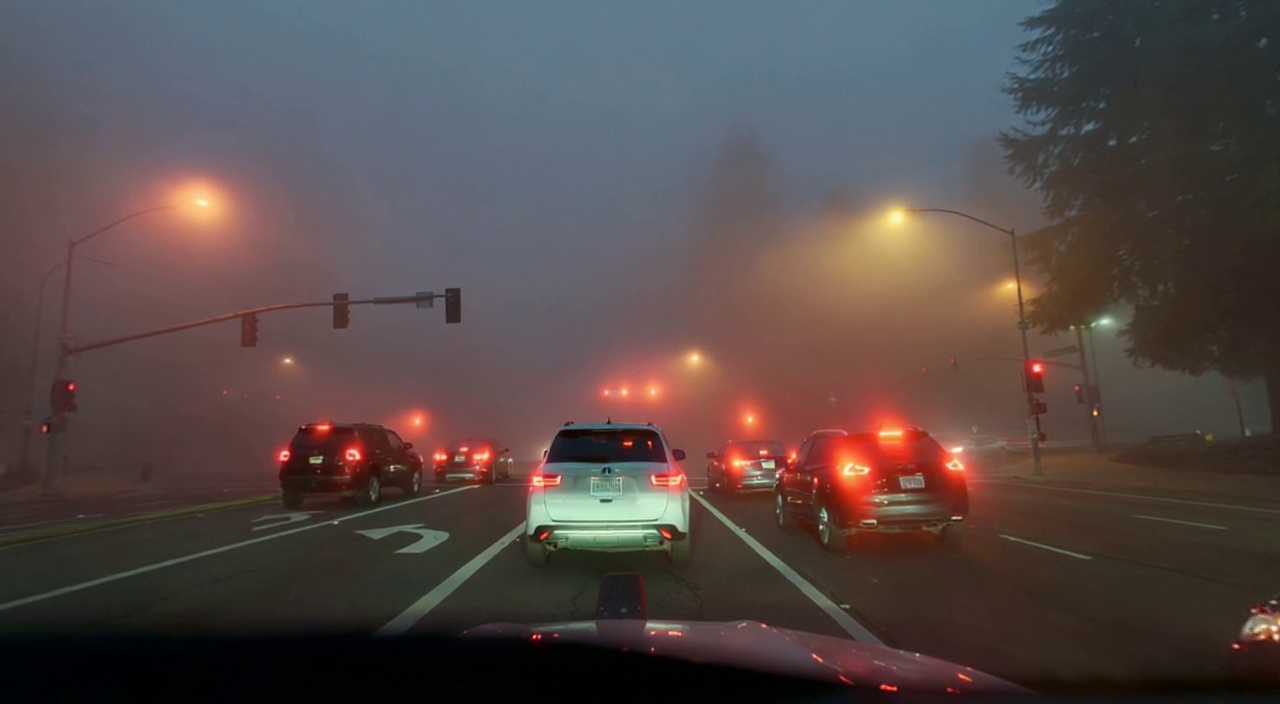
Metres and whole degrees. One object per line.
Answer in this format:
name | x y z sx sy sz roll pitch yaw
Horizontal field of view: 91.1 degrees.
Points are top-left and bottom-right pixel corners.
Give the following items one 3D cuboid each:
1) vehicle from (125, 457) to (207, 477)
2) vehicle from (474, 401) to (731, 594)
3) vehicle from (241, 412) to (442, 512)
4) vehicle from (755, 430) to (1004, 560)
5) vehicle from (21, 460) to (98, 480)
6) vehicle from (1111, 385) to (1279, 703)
vehicle | -37.305 9.048 49.493 4.914 1.487 1.850 0 -8 0
vehicle | -0.316 1.586 7.641 2.256 1.694 4.055 0 -8 0
vehicle | -6.720 2.555 15.011 2.214 1.953 5.017 0 -8 1
vehicle | 3.157 1.972 9.493 1.971 1.473 4.495 0 -8 0
vehicle | -45.652 9.268 49.421 4.232 1.498 1.791 0 -8 1
vehicle | 3.305 0.672 0.838 1.980 1.515 4.362 0 -8 1
